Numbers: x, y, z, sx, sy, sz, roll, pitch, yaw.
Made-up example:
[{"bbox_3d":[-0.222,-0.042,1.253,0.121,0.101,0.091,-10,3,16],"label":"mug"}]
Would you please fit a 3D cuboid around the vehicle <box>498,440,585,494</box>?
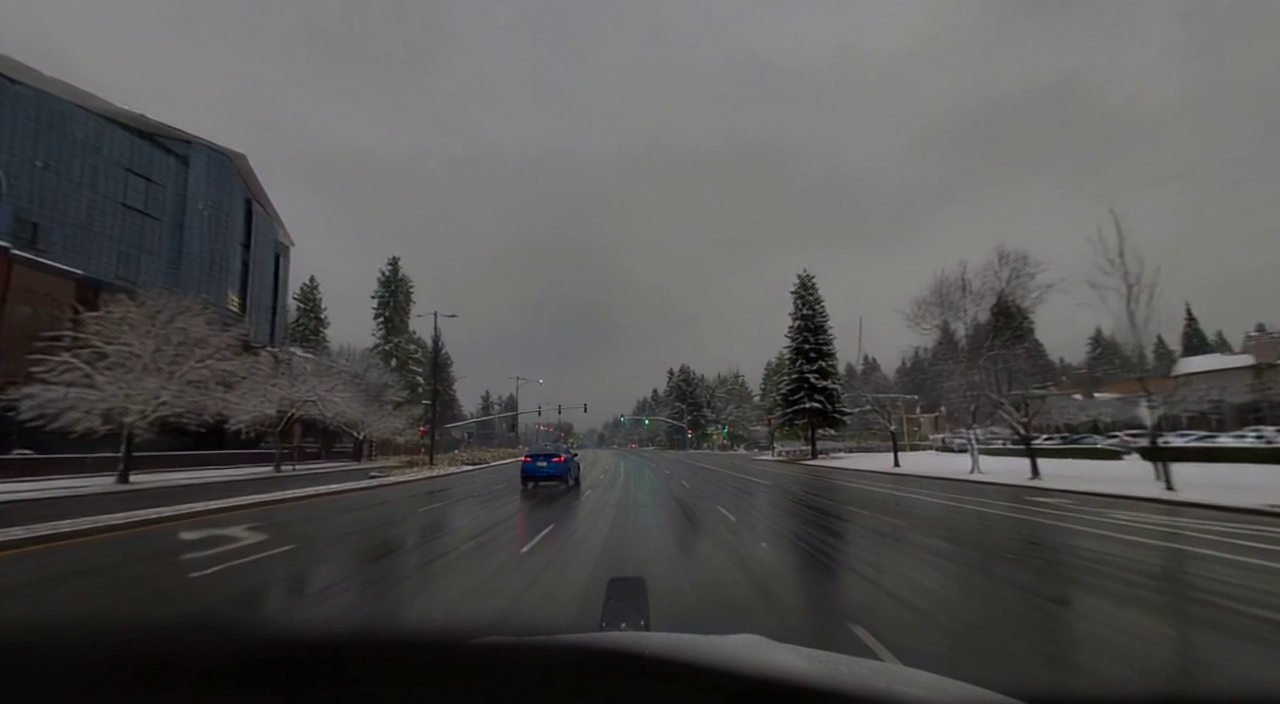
[{"bbox_3d":[-2.984,3.592,20.182,2.009,1.489,4.543,-1,-8,1],"label":"vehicle"}]
